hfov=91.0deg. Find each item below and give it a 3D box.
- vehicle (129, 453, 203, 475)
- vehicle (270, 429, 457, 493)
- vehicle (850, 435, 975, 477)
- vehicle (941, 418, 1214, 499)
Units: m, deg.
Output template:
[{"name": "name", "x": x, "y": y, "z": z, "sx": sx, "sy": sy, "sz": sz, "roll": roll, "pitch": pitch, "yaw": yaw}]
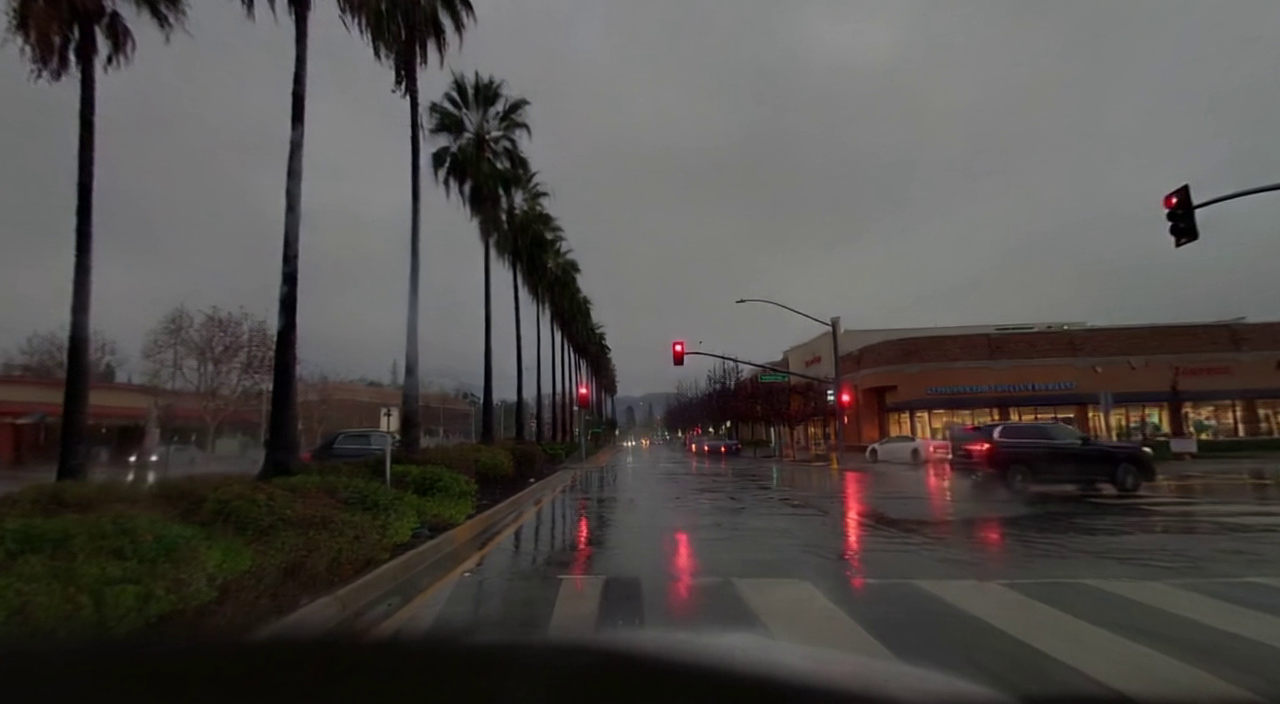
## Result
[{"name": "vehicle", "x": -37.286, "y": 8.820, "z": 49.701, "sx": 2.160, "sy": 1.565, "sz": 4.868, "roll": 0, "pitch": -9, "yaw": -1}, {"name": "vehicle", "x": -8.392, "y": 3.282, "z": 19.307, "sx": 4.854, "sy": 1.699, "sz": 2.152, "roll": 6, "pitch": -10, "yaw": -35}, {"name": "vehicle", "x": 12.059, "y": 4.577, "z": 27.928, "sx": 4.722, "sy": 1.717, "sz": 2.000, "roll": -5, "pitch": -10, "yaw": 33}, {"name": "vehicle", "x": 11.389, "y": 2.805, "z": 16.720, "sx": 5.619, "sy": 1.951, "sz": 2.321, "roll": 1, "pitch": -8, "yaw": -5}]
